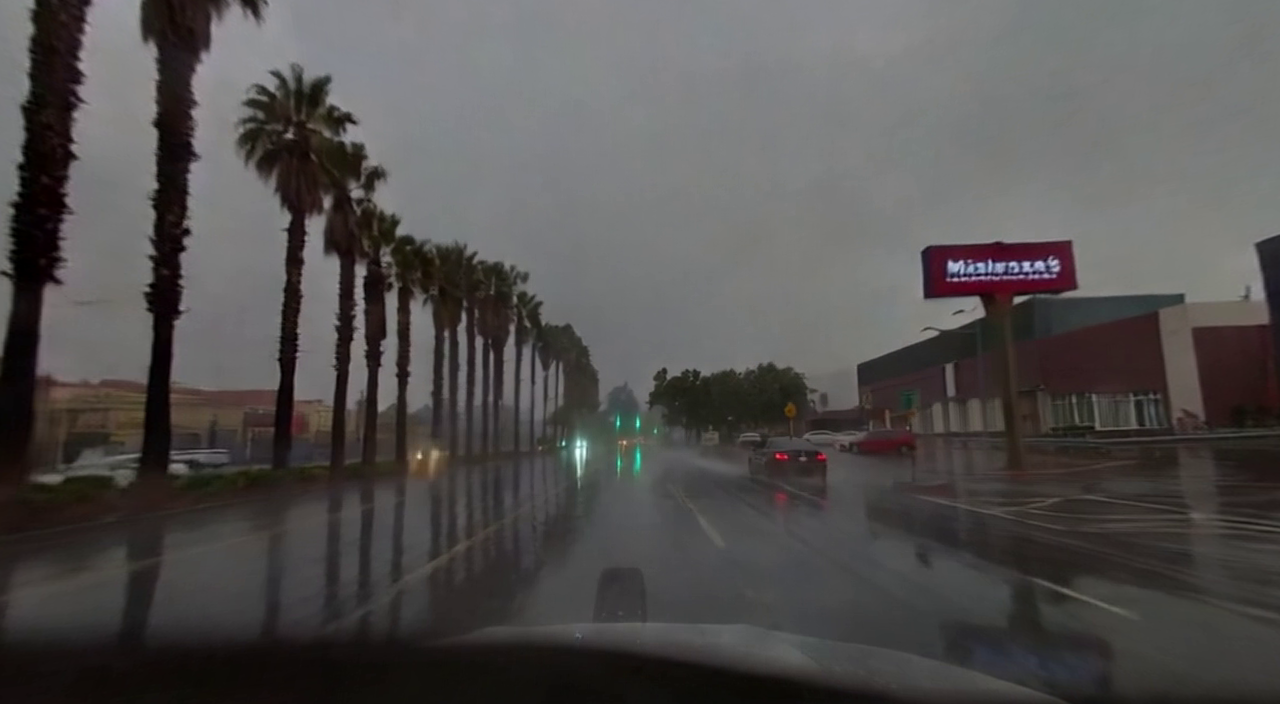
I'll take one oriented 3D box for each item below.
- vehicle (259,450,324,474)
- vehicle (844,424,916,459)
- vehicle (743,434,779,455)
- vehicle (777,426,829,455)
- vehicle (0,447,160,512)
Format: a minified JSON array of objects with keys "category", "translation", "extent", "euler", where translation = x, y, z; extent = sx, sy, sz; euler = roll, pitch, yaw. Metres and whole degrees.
[{"category":"vehicle","translation":[-23.420,7.395,42.633],"extent":[1.880,1.480,4.451],"euler":[0,-9,-1]},{"category":"vehicle","translation":[12.534,4.728,33.309],"extent":[1.909,1.686,4.670],"euler":[0,-9,0]},{"category":"vehicle","translation":[8.978,6.920,47.166],"extent":[2.007,1.525,4.492],"euler":[-1,-9,3]},{"category":"vehicle","translation":[11.830,6.513,46.337],"extent":[2.332,1.937,5.400],"euler":[0,-9,-1]},{"category":"vehicle","translation":[-16.540,3.584,18.153],"extent":[1.876,1.460,4.483],"euler":[-4,-7,2]}]
